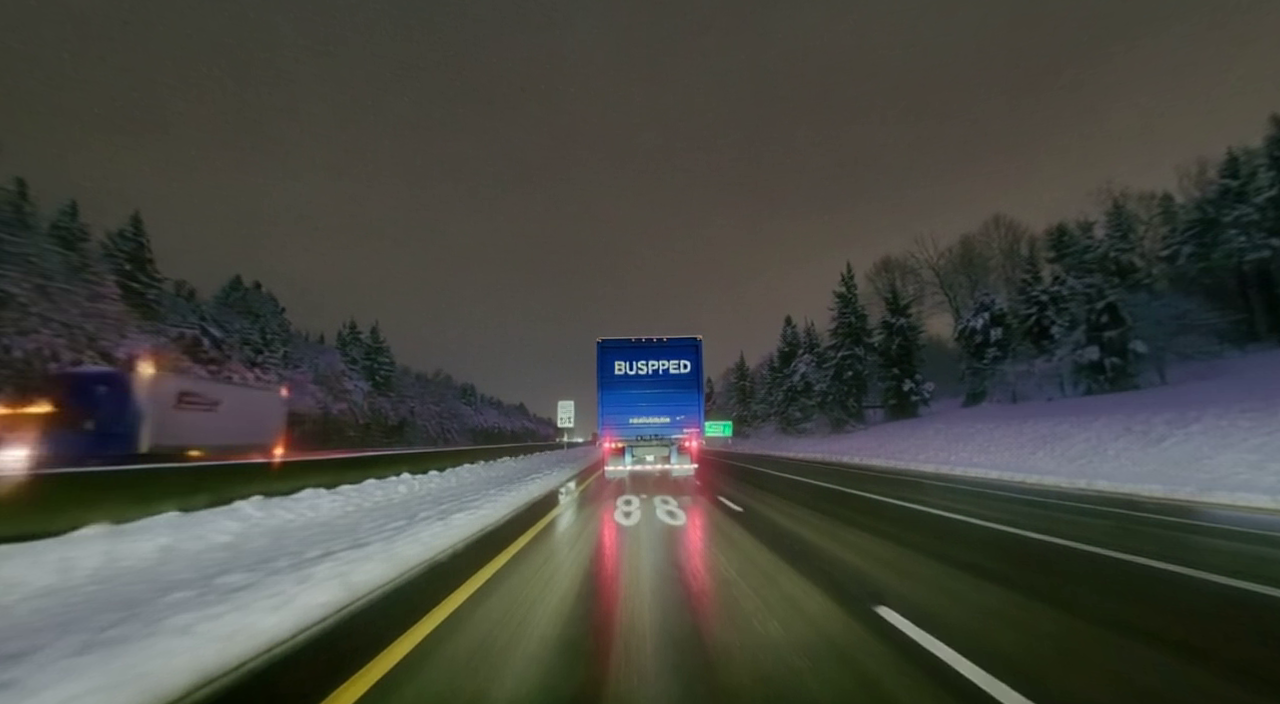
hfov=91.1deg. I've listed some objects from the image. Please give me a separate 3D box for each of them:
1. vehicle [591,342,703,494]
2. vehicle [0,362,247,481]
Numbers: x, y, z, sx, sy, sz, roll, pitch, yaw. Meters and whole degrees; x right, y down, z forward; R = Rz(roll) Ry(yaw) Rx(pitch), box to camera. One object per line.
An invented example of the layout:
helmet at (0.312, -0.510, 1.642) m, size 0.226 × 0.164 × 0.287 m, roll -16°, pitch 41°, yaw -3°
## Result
vehicle at (0.086, 2.260, 20.578) m, size 2.870 × 3.911 × 8.697 m, roll 0°, pitch -8°, yaw -1°
vehicle at (-15.078, 2.109, 18.443) m, size 2.644 × 2.823 × 6.810 m, roll 0°, pitch -8°, yaw 0°
